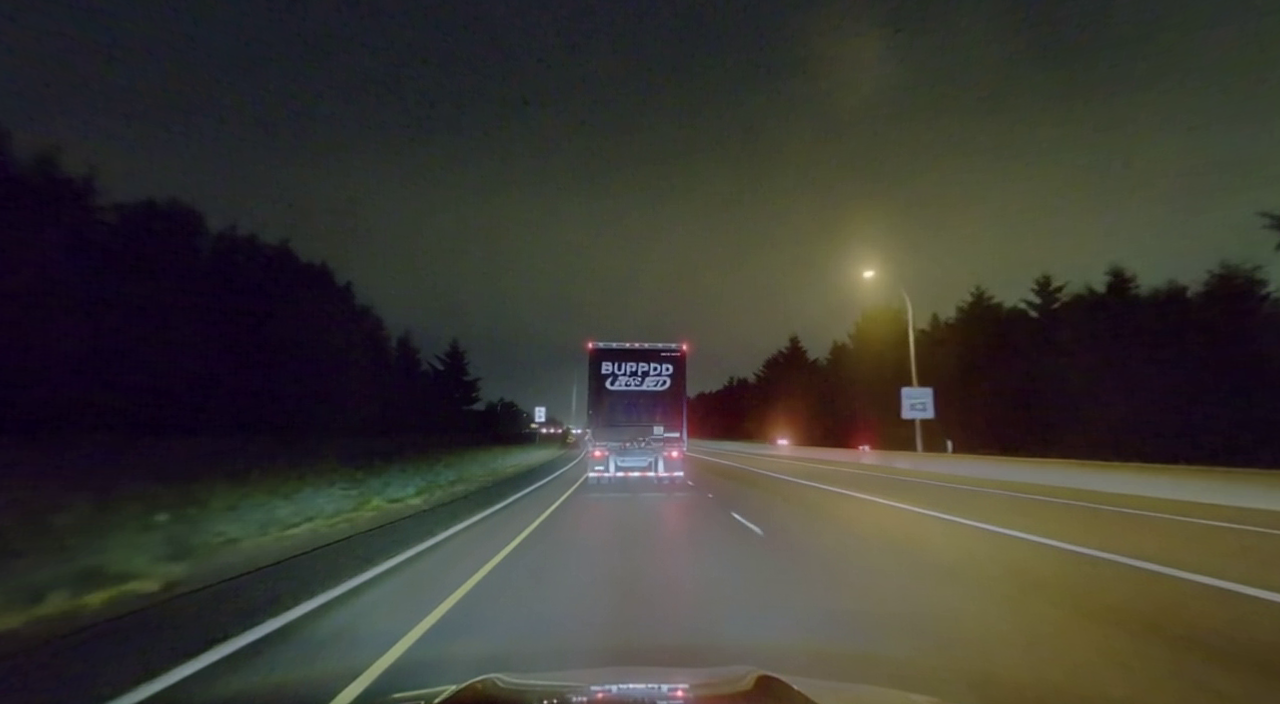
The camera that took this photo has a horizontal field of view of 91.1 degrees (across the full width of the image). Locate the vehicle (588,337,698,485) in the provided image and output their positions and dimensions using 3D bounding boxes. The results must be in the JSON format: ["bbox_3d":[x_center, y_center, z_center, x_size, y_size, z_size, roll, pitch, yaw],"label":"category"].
[{"bbox_3d":[-0.043,2.129,20.937,2.870,3.911,8.697,0,-8,-2],"label":"vehicle"}]
